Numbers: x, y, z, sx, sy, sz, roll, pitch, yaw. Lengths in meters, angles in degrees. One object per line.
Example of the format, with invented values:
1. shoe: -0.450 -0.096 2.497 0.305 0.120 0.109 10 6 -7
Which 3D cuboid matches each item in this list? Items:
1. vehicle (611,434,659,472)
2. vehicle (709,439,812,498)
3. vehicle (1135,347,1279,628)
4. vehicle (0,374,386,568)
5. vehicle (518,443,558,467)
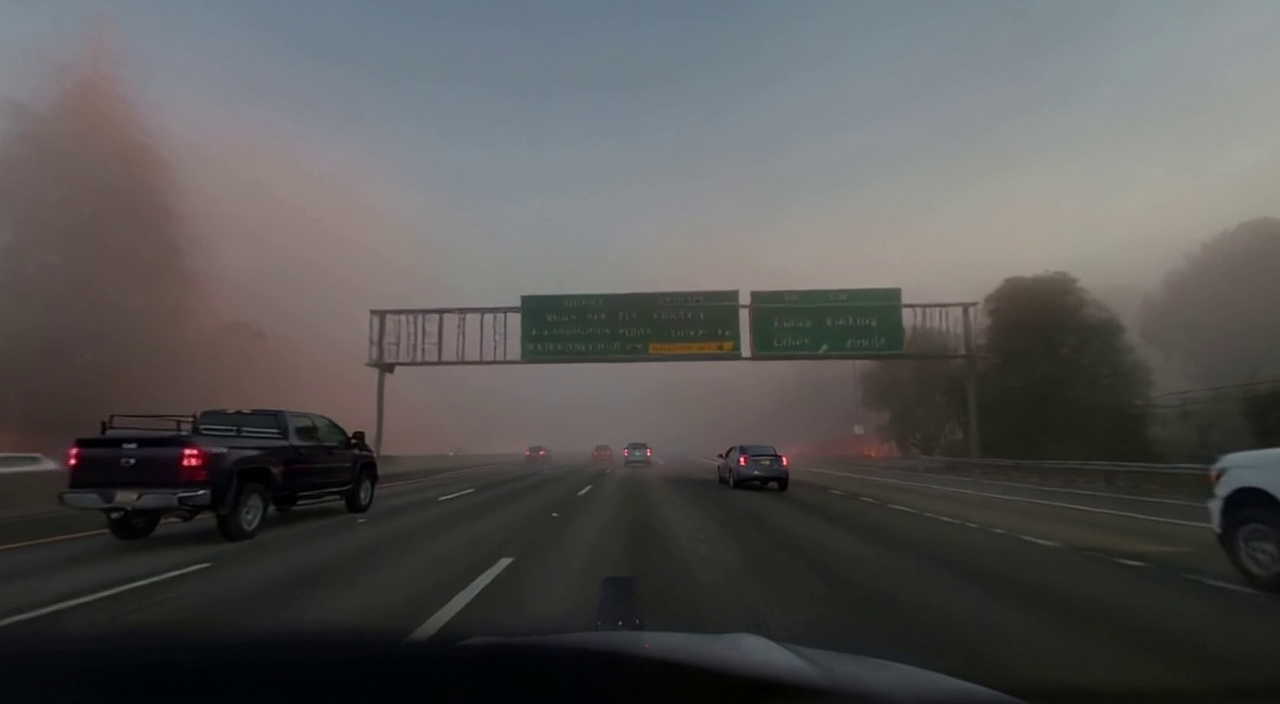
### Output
1. vehicle: -0.230 5.300 33.282 2.323 1.805 4.729 0 -8 0
2. vehicle: 3.240 3.236 17.978 2.011 1.462 4.286 0 -8 -1
3. vehicle: 5.779 0.670 2.574 2.635 1.919 5.907 0 -8 -1
4. vehicle: -6.402 1.677 9.667 2.444 2.012 6.122 0 -8 0
5. vehicle: -6.591 6.702 41.241 1.920 1.482 4.385 0 -8 0
